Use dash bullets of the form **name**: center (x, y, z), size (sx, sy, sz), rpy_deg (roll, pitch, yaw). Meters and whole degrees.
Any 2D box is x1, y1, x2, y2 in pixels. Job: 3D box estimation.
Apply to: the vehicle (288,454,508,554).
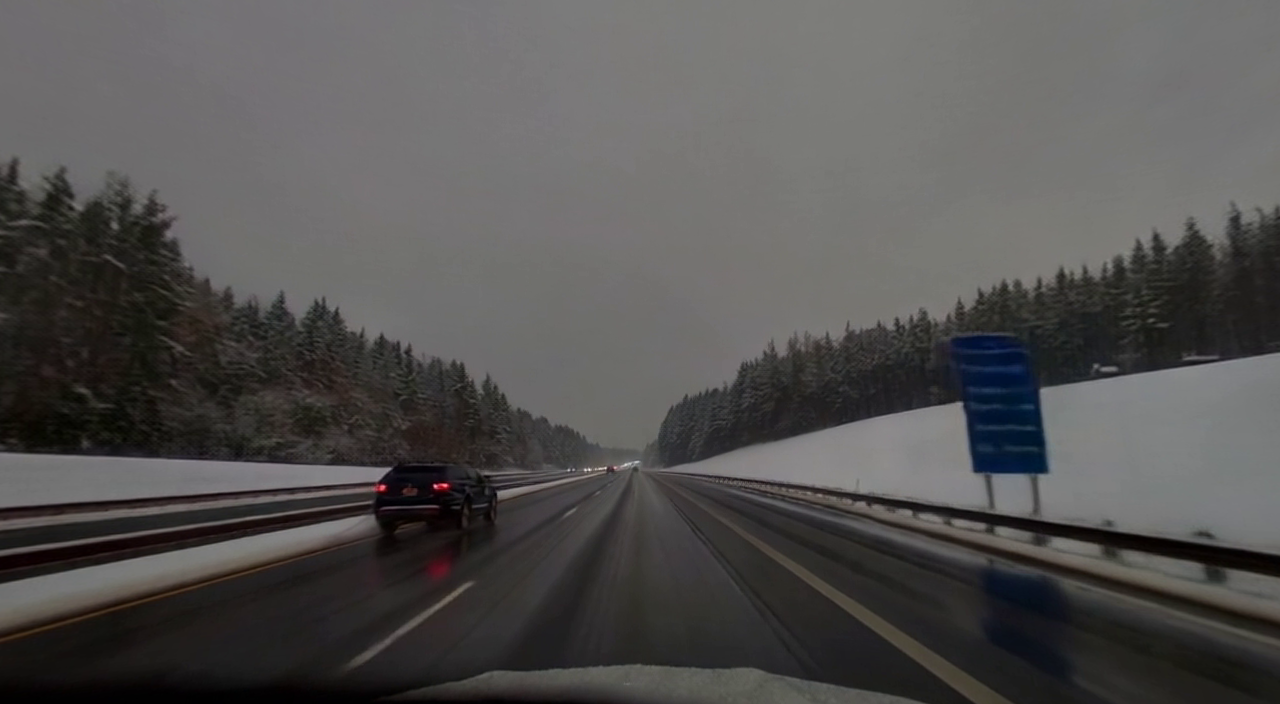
- **vehicle**: center (-4.076, 2.683, 11.695), size (2.183, 1.435, 4.653), rpy_deg (0, -10, 1)
